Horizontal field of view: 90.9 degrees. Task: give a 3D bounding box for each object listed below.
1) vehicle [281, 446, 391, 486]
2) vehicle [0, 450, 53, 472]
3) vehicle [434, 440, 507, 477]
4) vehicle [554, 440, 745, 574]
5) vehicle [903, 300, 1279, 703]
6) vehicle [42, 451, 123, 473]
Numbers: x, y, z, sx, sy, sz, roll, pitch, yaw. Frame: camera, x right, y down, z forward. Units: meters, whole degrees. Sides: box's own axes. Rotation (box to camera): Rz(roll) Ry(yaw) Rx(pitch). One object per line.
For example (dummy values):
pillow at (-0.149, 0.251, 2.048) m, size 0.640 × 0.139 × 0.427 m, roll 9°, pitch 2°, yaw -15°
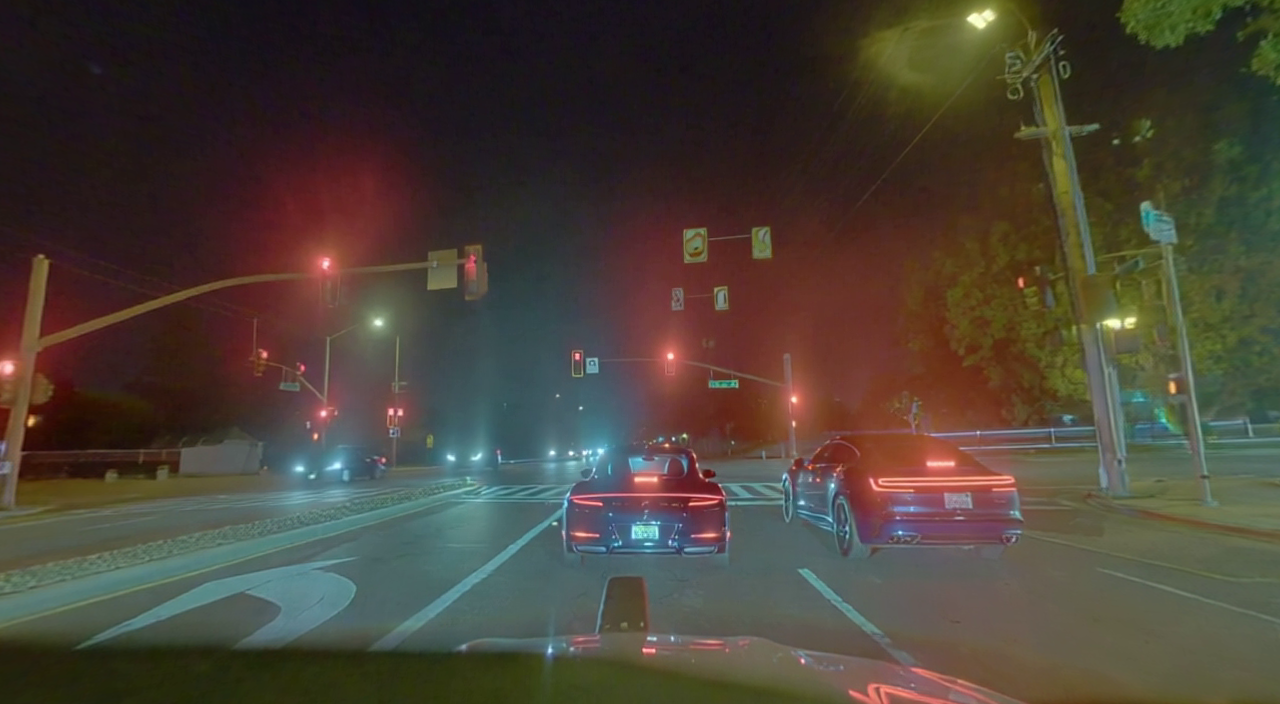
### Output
vehicle at (-11.894, 4.456, 25.047) m, size 2.053 × 1.436 × 4.494 m, roll 0°, pitch -8°, yaw 1°
vehicle at (-46.268, 7.958, 46.138) m, size 4.545 × 1.558 × 1.833 m, roll 0°, pitch -8°, yaw -3°
vehicle at (-8.139, 5.139, 30.798) m, size 2.091 × 1.651 × 4.870 m, roll -1°, pitch -8°, yaw 2°
vehicle at (0.118, 1.868, 8.391) m, size 1.945 × 1.343 × 3.827 m, roll 0°, pitch -8°, yaw 1°
vehicle at (3.108, 0.799, 2.525) m, size 2.143 × 1.759 × 4.531 m, roll 0°, pitch -8°, yaw 0°
vehicle at (-41.298, 8.152, 46.780) m, size 4.195 × 1.533 × 1.752 m, roll 0°, pitch -8°, yaw -3°
